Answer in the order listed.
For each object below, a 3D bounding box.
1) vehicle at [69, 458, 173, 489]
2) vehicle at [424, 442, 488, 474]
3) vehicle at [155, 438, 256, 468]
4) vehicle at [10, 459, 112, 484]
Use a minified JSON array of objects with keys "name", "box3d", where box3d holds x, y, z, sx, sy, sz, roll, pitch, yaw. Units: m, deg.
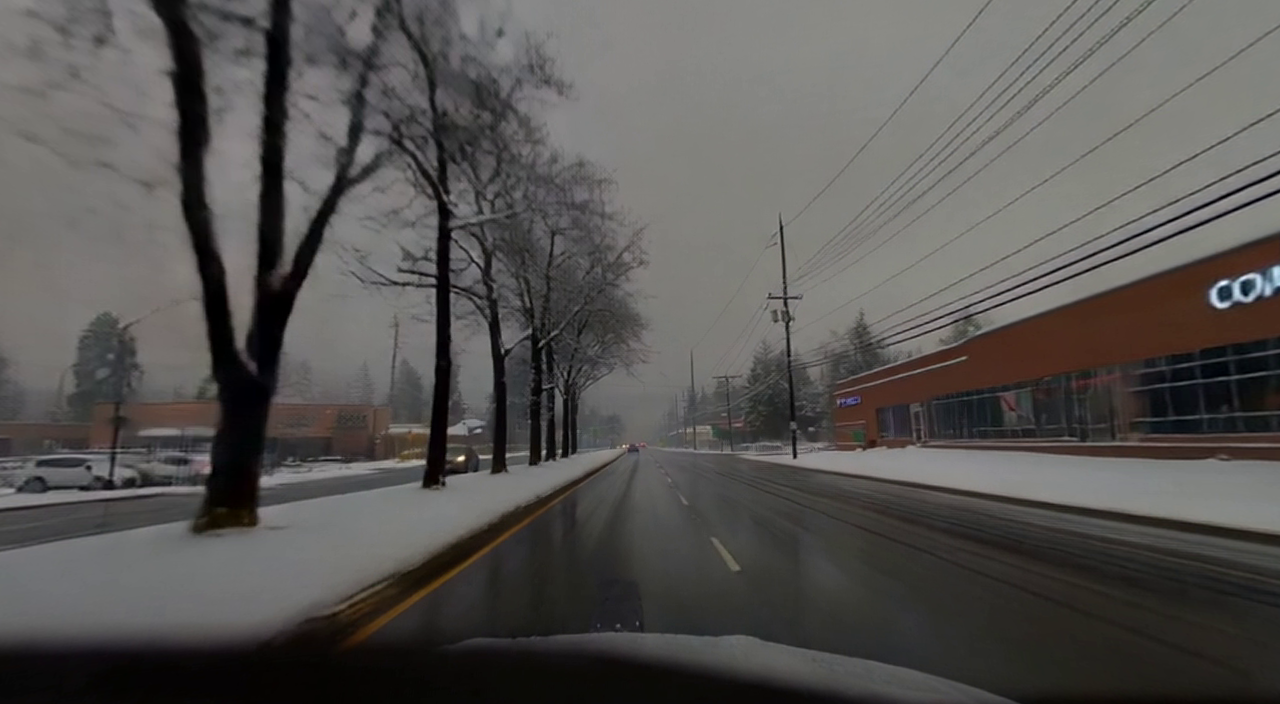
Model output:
[{"name":"vehicle","box3d":[-29.725,6.962,36.247,4.377,1.520,1.843,-2,-8,2]},{"name":"vehicle","box3d":[-9.353,5.425,32.559,1.900,1.488,4.675,0,-8,0]},{"name":"vehicle","box3d":[-29.776,6.935,43.449,5.145,1.979,2.281,0,-8,-3]},{"name":"vehicle","box3d":[-37.744,7.798,41.310,1.864,1.501,4.419,-4,-11,29]}]
